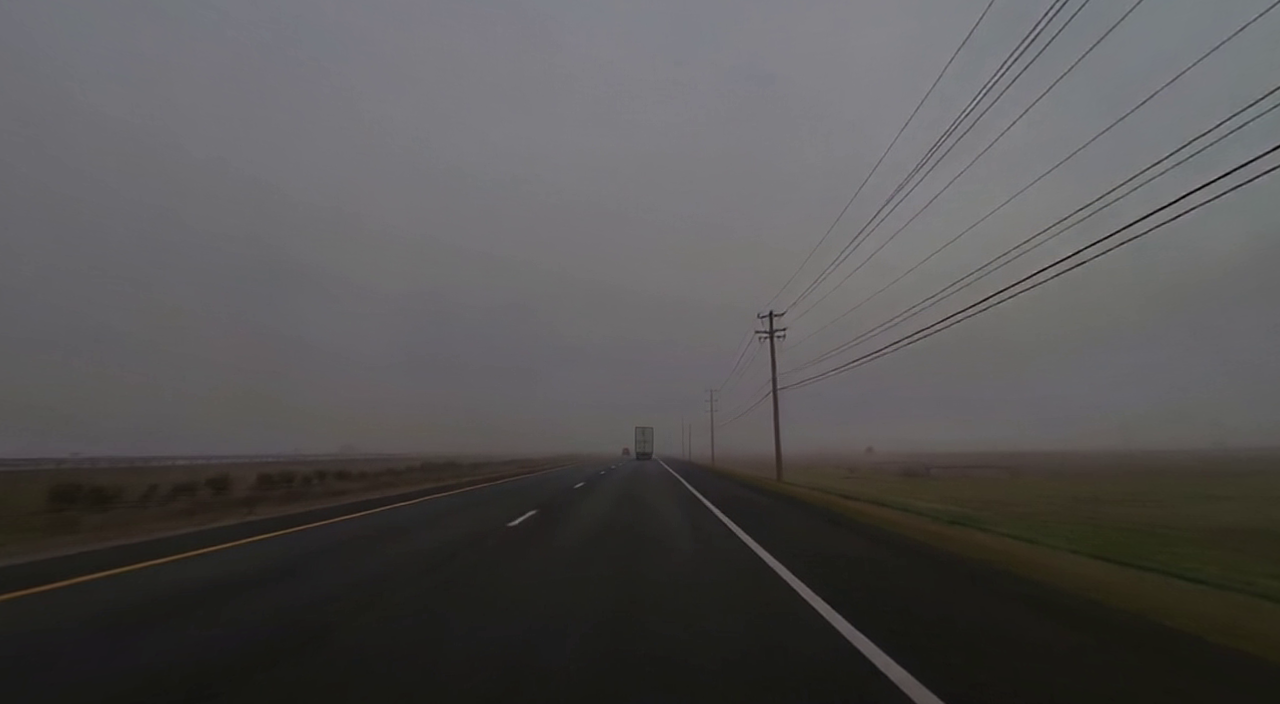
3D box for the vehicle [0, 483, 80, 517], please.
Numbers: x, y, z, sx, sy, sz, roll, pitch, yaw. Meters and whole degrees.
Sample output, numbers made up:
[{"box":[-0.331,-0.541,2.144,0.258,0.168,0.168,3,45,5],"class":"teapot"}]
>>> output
[{"box":[-42.598,10.411,44.643,1.919,1.944,5.083,2,-9,-13],"class":"vehicle"}]
